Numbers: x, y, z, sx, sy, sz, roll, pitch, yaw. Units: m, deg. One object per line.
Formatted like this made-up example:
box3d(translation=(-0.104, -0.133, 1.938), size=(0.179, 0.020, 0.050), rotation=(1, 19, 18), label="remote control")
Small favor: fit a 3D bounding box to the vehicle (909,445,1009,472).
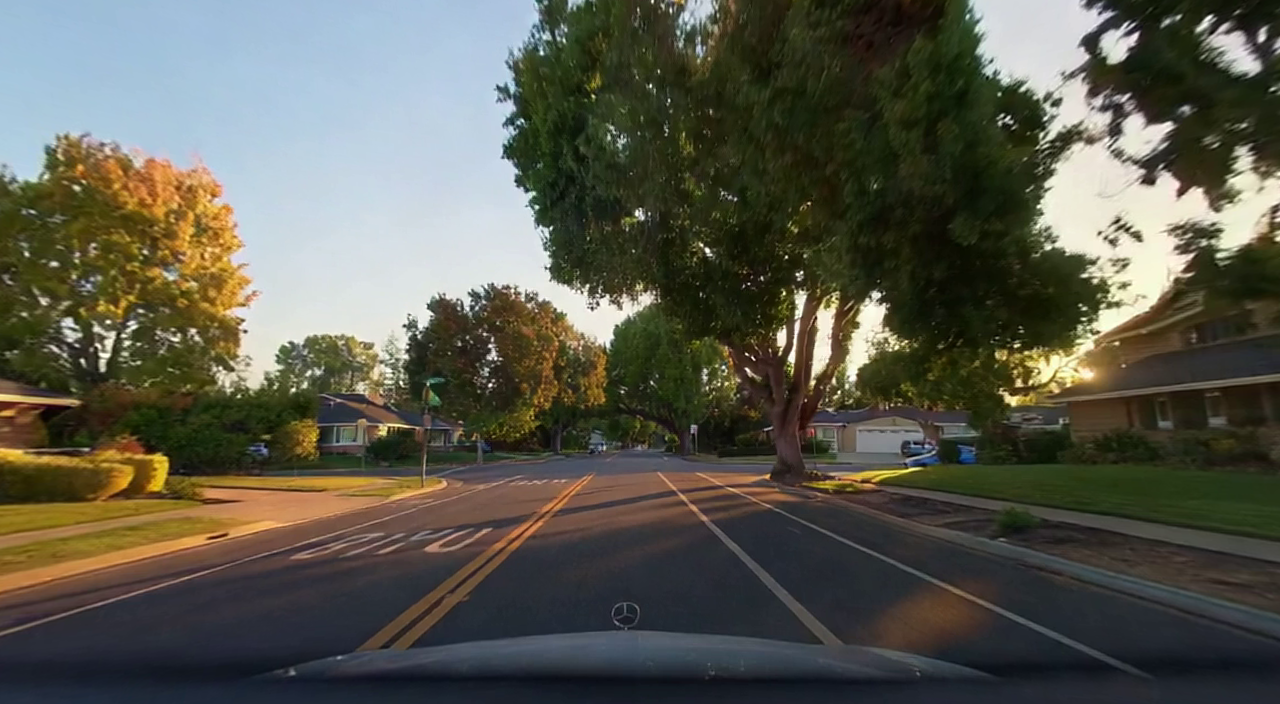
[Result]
box3d(translation=(17.530, 5.851, 34.862), size=(4.368, 1.457, 2.031), rotation=(0, -9, 0), label="vehicle")
